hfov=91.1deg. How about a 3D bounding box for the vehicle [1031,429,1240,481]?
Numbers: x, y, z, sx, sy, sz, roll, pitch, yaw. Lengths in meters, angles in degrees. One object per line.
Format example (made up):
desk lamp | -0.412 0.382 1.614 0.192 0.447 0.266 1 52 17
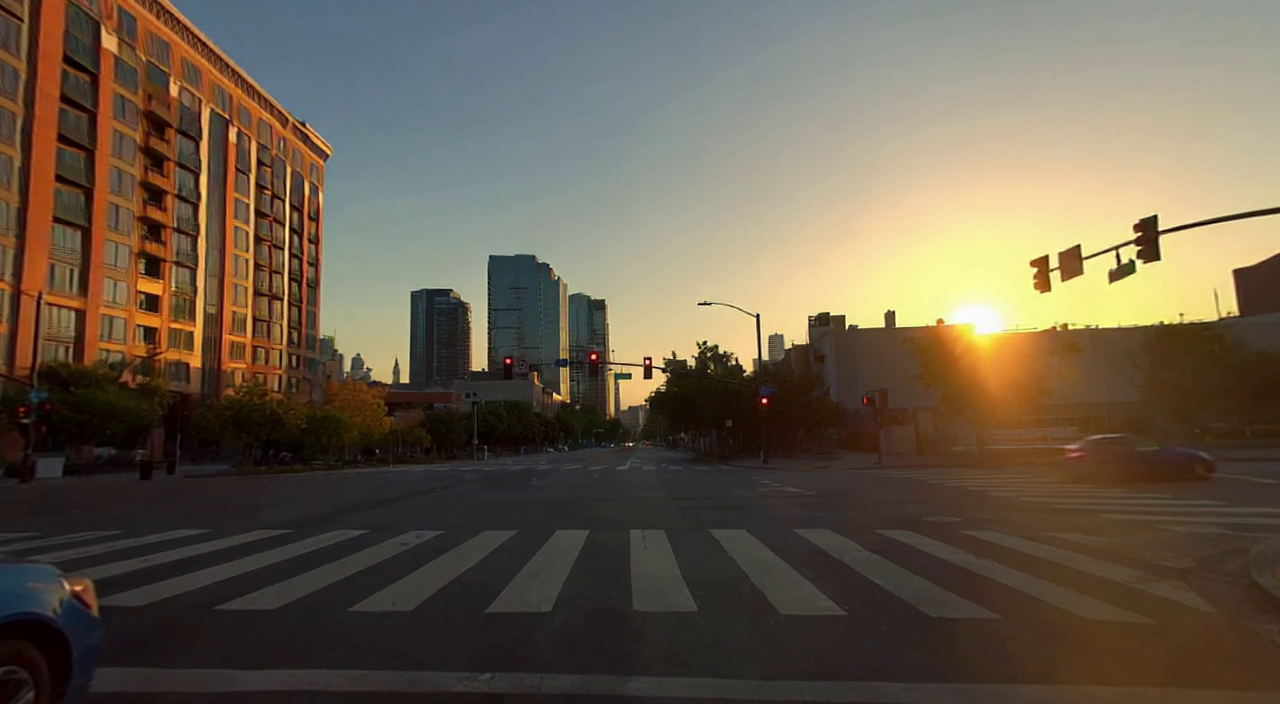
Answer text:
vehicle | 14.539 3.041 18.621 4.551 1.454 1.941 0 -8 -1

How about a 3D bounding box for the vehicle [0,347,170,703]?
vehicle | -3.634 0.615 1.062 2.109 1.692 4.587 0 -8 0
